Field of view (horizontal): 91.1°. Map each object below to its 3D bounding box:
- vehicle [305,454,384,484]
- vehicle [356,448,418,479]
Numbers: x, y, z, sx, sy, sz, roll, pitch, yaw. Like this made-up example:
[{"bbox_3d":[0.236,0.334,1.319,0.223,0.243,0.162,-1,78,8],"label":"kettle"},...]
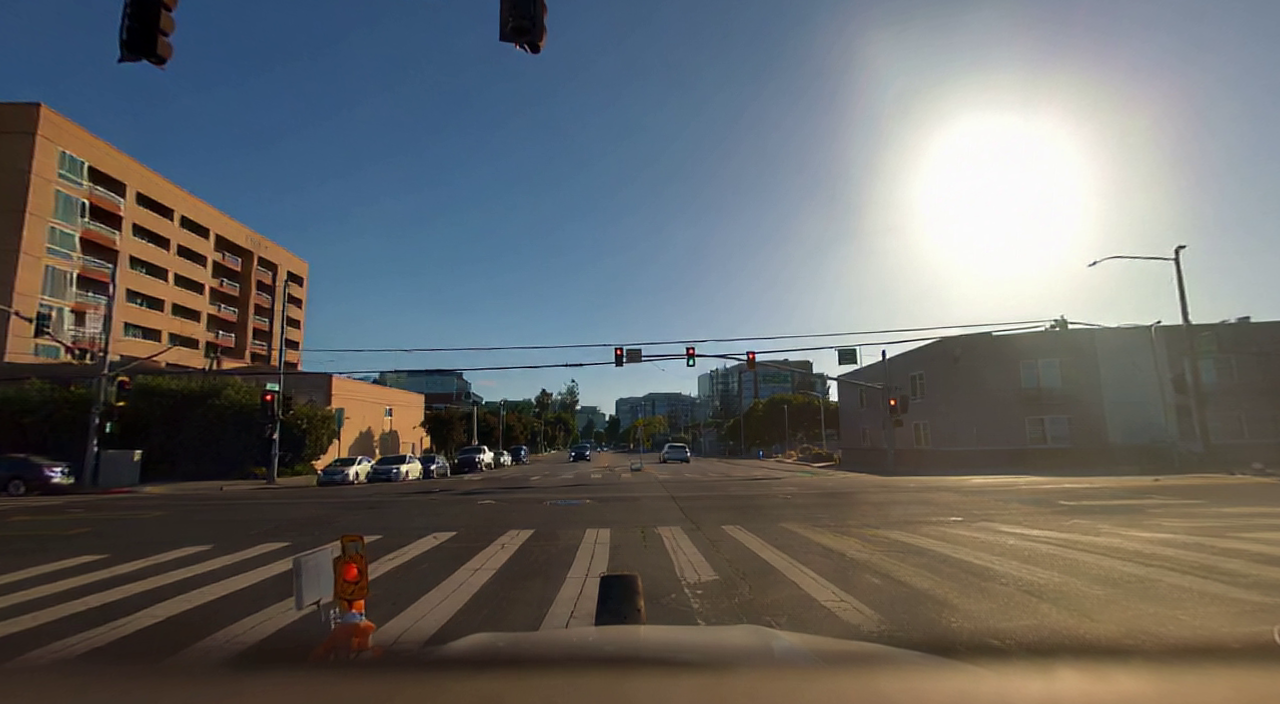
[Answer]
[{"bbox_3d":[-16.095,6.369,34.500,2.055,1.506,4.663,0,-9,0],"label":"vehicle"},{"bbox_3d":[-16.185,7.106,40.447,1.960,1.819,5.018,0,-9,-1],"label":"vehicle"}]
